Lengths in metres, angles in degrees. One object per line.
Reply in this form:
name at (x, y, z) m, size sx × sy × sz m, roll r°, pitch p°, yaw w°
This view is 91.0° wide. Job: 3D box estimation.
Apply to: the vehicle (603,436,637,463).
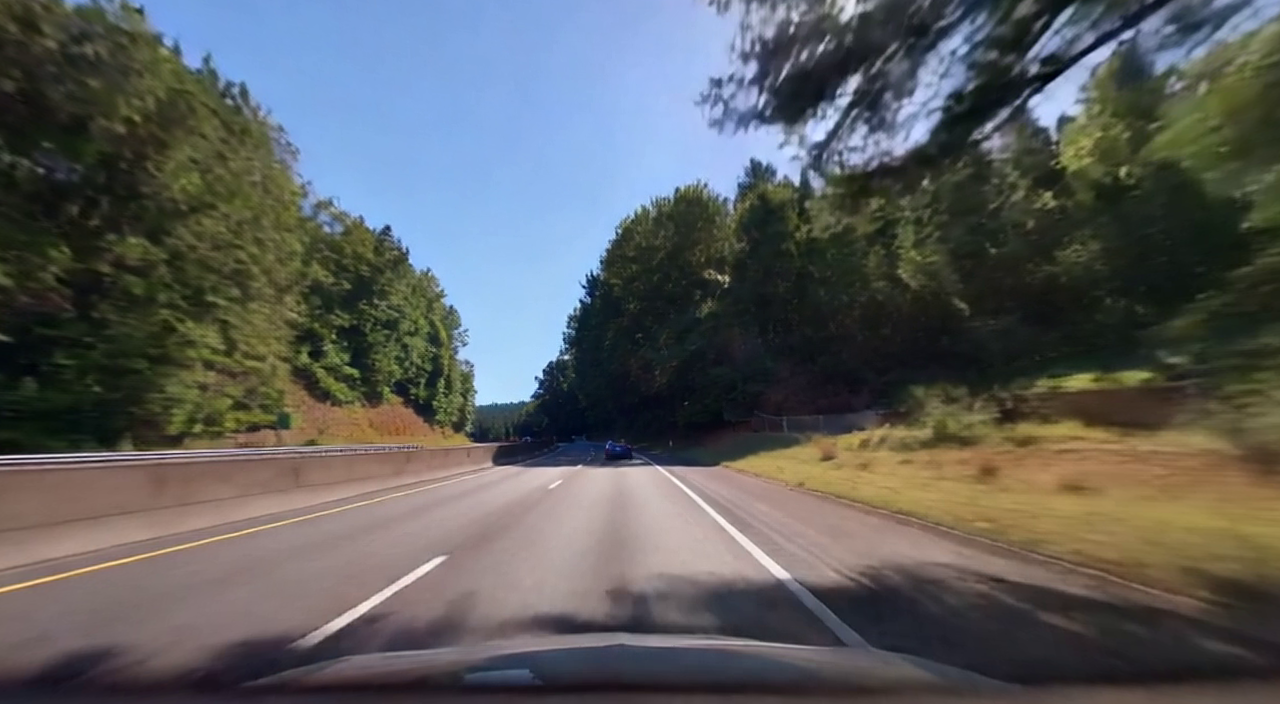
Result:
vehicle at (-1.234, 5.986, 38.913) m, size 2.004 × 1.515 × 3.968 m, roll 0°, pitch -8°, yaw -2°
